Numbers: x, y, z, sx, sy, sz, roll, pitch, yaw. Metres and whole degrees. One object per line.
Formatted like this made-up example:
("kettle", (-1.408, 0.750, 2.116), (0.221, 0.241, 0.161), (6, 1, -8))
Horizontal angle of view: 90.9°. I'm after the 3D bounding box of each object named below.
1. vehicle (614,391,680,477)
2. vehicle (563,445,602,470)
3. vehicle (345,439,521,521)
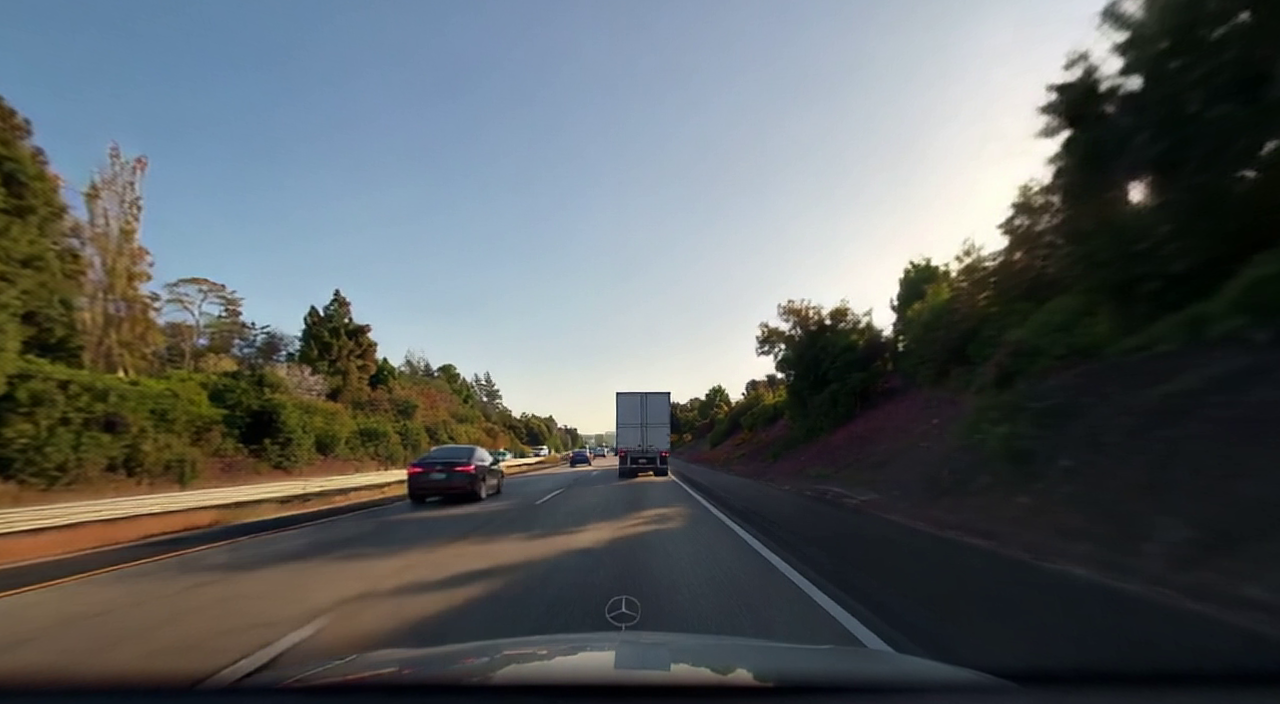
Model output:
("vehicle", (0.240, 4.437, 33.054), (2.959, 3.828, 9.617), (0, -9, -1))
("vehicle", (-3.861, 7.193, 43.108), (2.074, 1.546, 4.946), (0, -9, 1))
("vehicle", (-4.232, 2.724, 13.946), (2.206, 1.478, 4.824), (-1, -9, 1))
